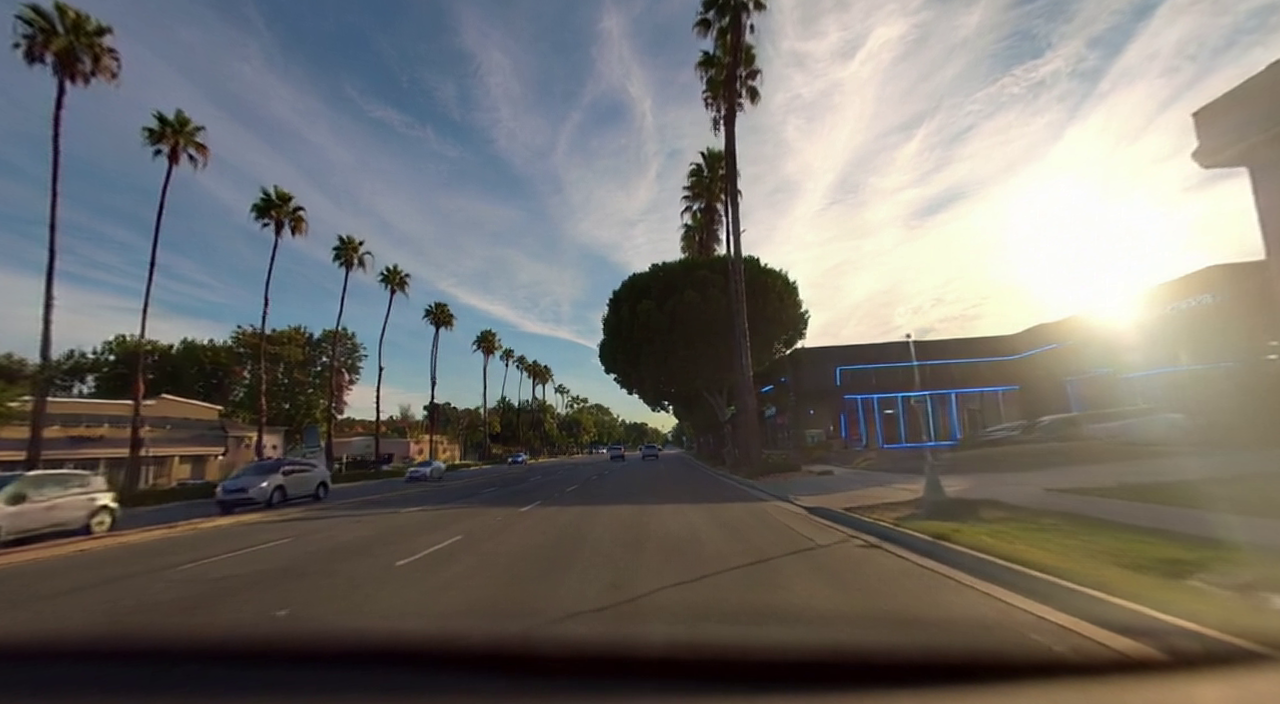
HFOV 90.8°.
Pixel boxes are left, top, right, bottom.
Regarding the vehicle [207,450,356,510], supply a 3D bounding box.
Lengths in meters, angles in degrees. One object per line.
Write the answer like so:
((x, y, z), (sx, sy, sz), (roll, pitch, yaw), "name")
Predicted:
((-12.433, 4.422, 22.421), (2.306, 1.807, 4.927), (0, -8, 1), "vehicle")

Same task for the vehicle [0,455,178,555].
((-12.525, 3.062, 13.255), (2.199, 1.696, 4.440), (0, -8, 1), "vehicle")

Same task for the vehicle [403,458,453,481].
((-15.340, 8.507, 45.927), (1.940, 1.492, 4.495), (0, -8, 1), "vehicle")
